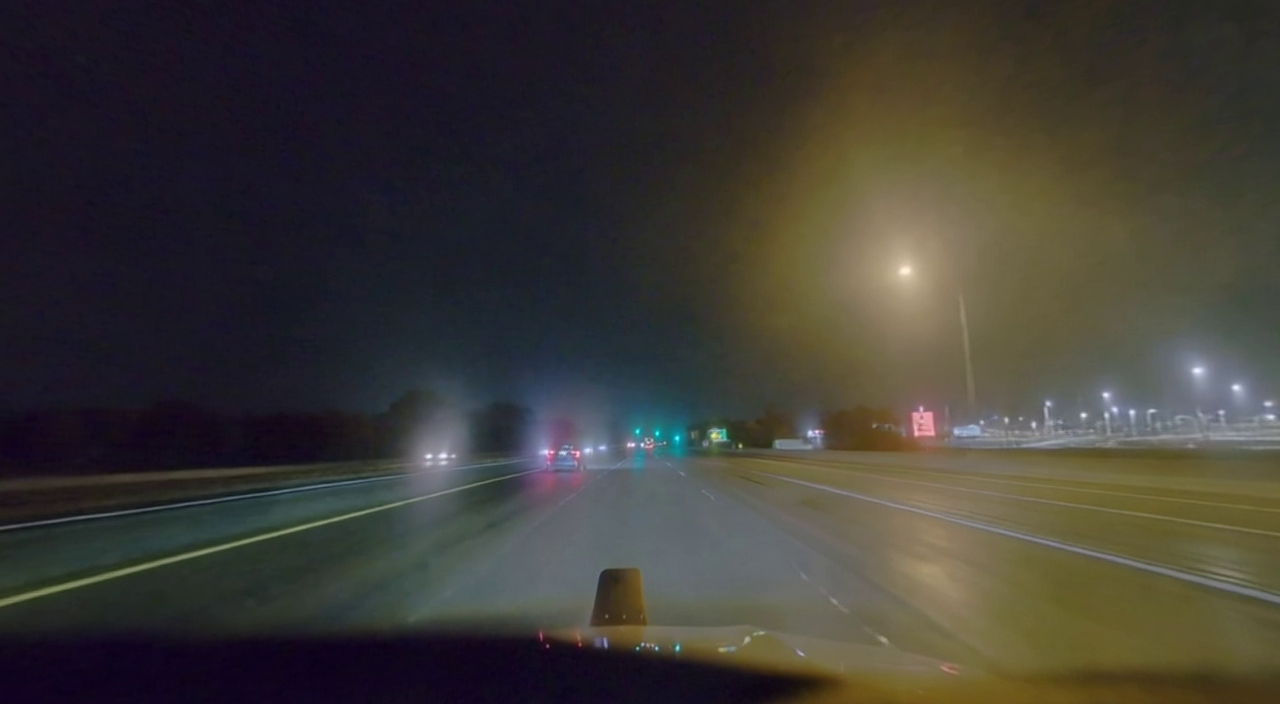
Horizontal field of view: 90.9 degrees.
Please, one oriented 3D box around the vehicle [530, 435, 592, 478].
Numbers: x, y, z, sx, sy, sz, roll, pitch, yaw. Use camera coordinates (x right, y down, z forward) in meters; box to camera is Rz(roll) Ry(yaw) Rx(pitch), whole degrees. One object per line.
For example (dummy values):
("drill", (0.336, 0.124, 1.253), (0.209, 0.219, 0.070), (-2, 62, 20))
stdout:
("vehicle", (-3.304, 4.486, 27.372), (2.072, 1.706, 4.359), (0, -8, 1))
